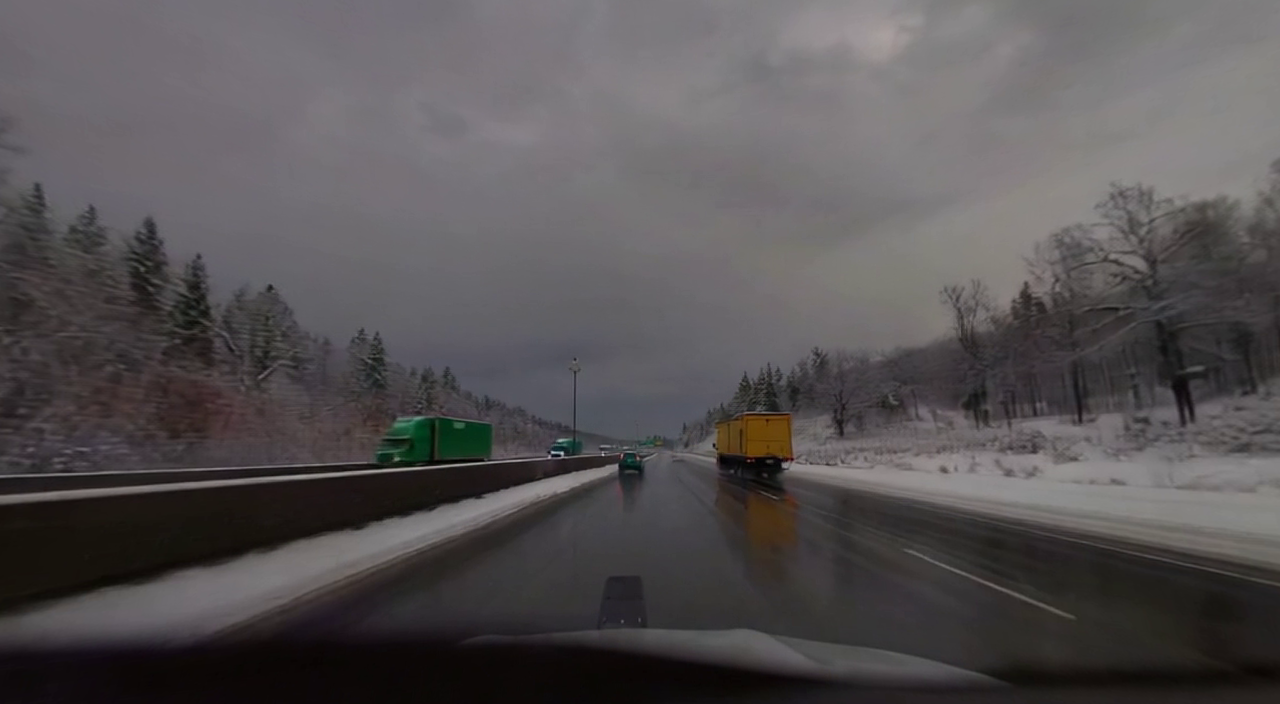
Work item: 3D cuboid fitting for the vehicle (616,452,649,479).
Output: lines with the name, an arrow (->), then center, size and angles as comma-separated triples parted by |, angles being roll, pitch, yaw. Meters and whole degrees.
vehicle -> -0.416, 7.068, 39.553 | 1.960, 1.579, 4.384 | 0, -9, 1

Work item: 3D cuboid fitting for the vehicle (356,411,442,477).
vehicle -> -15.801, 6.142, 41.861 | 2.938, 4.020, 6.109 | -1, -9, 3

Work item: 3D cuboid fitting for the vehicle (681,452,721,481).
vehicle -> 3.444, 6.525, 36.099 | 1.957, 1.541, 4.099 | 0, -9, 1

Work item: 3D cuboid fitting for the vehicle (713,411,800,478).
vehicle -> 7.792, 6.730, 45.283 | 3.476, 3.855, 16.742 | 0, -9, 1
